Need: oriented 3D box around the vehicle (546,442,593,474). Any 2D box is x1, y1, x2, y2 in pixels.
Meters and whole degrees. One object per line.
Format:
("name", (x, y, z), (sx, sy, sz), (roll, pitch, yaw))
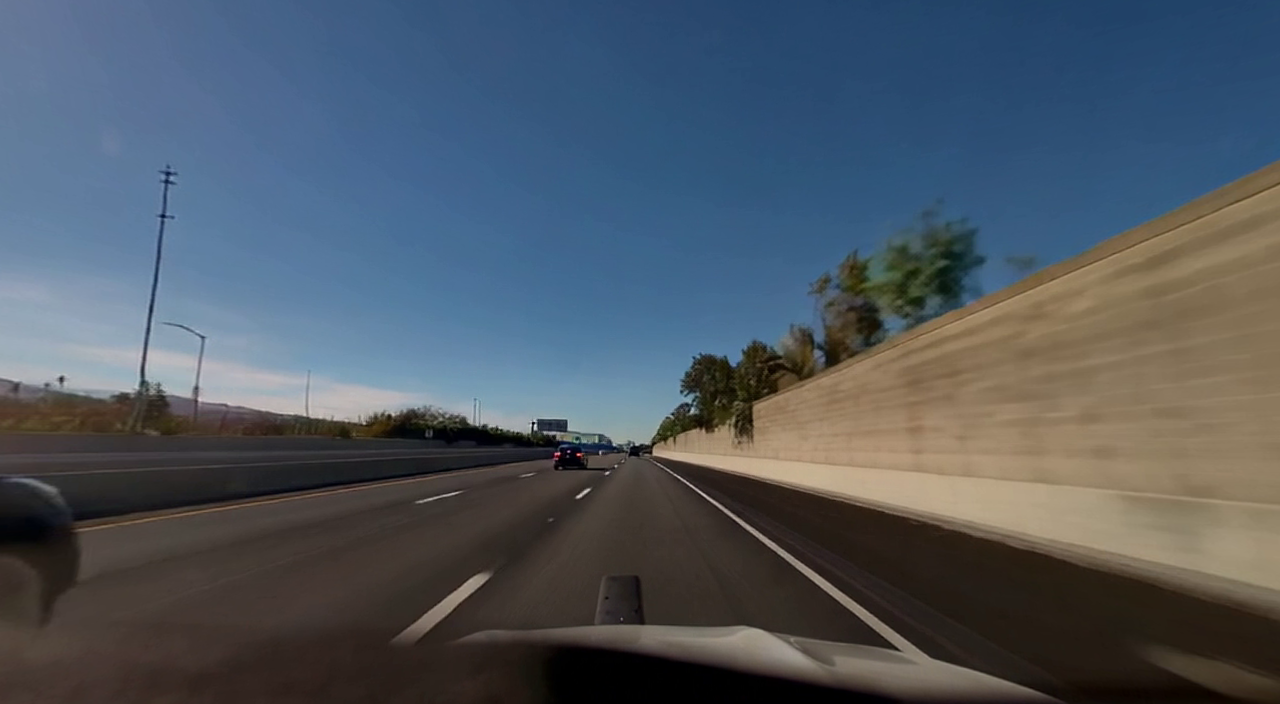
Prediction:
("vehicle", (-3.934, 5.994, 35.713), (2.133, 1.683, 4.340), (0, -9, 0))
